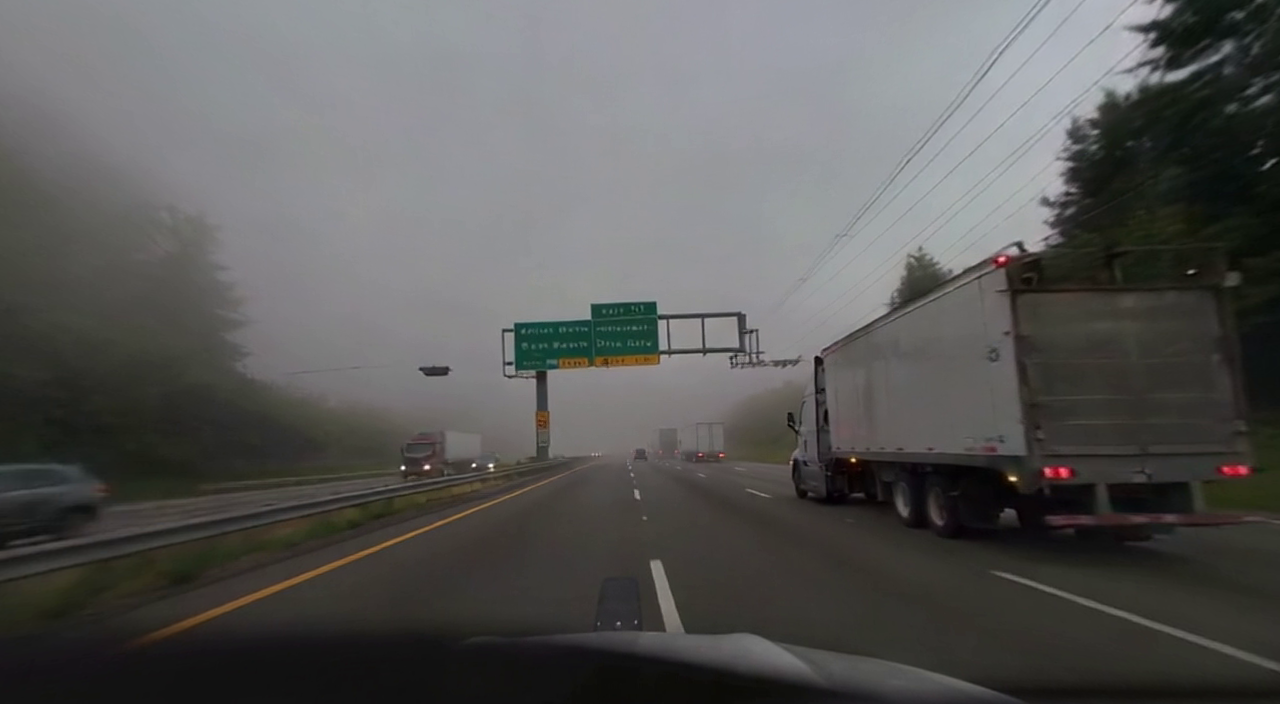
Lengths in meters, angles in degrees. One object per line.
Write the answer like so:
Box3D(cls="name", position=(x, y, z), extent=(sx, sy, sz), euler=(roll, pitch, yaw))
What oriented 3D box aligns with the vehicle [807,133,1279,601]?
Box3D(cls="vehicle", position=(5.550, 0.690, 9.860), extent=(2.869, 4.048, 8.895), euler=(0, -9, -3))
